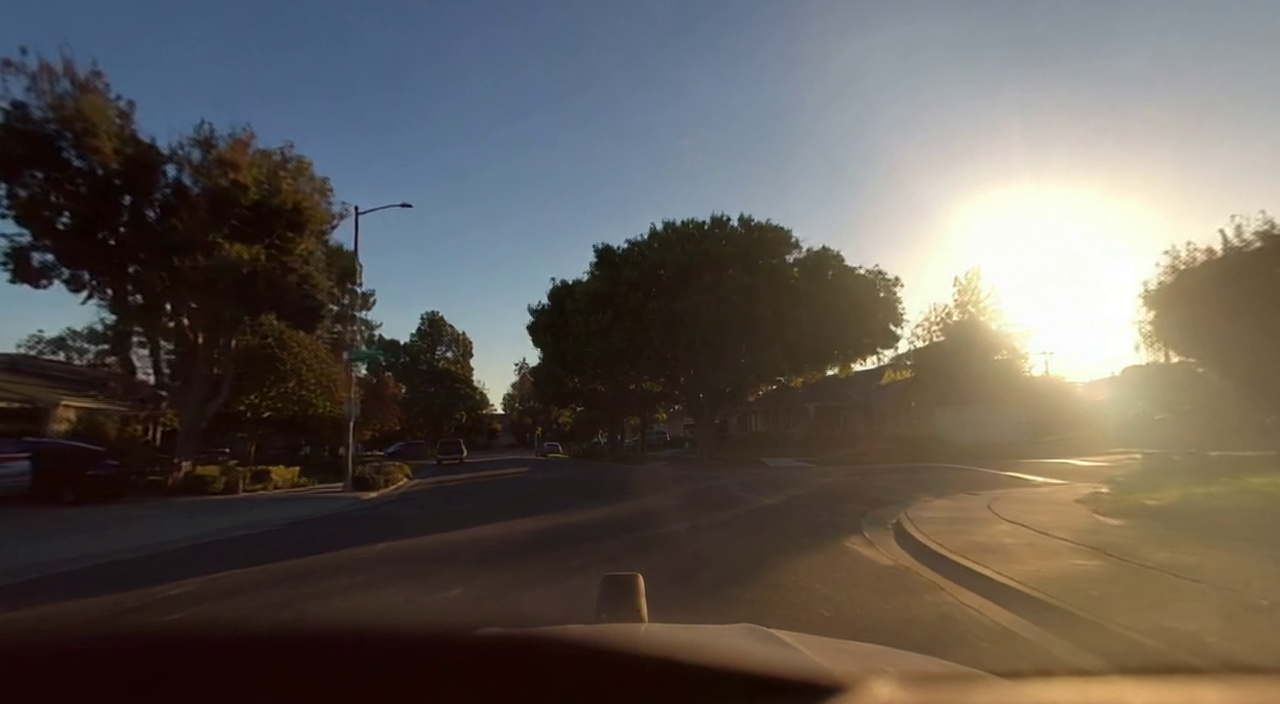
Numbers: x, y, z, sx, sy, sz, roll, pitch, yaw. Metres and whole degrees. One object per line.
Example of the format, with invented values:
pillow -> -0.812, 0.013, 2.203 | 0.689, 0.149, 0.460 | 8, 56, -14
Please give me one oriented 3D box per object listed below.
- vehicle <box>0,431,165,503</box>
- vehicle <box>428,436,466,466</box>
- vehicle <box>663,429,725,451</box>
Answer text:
vehicle -> -14.807, 2.819, 15.634 | 4.313, 1.644, 2.024 | 2, -9, -14
vehicle -> -12.577, 6.481, 41.387 | 2.152, 1.826, 4.725 | 2, -9, -15
vehicle -> 4.047, 6.609, 47.427 | 4.241, 1.597, 1.833 | 2, -9, -14
